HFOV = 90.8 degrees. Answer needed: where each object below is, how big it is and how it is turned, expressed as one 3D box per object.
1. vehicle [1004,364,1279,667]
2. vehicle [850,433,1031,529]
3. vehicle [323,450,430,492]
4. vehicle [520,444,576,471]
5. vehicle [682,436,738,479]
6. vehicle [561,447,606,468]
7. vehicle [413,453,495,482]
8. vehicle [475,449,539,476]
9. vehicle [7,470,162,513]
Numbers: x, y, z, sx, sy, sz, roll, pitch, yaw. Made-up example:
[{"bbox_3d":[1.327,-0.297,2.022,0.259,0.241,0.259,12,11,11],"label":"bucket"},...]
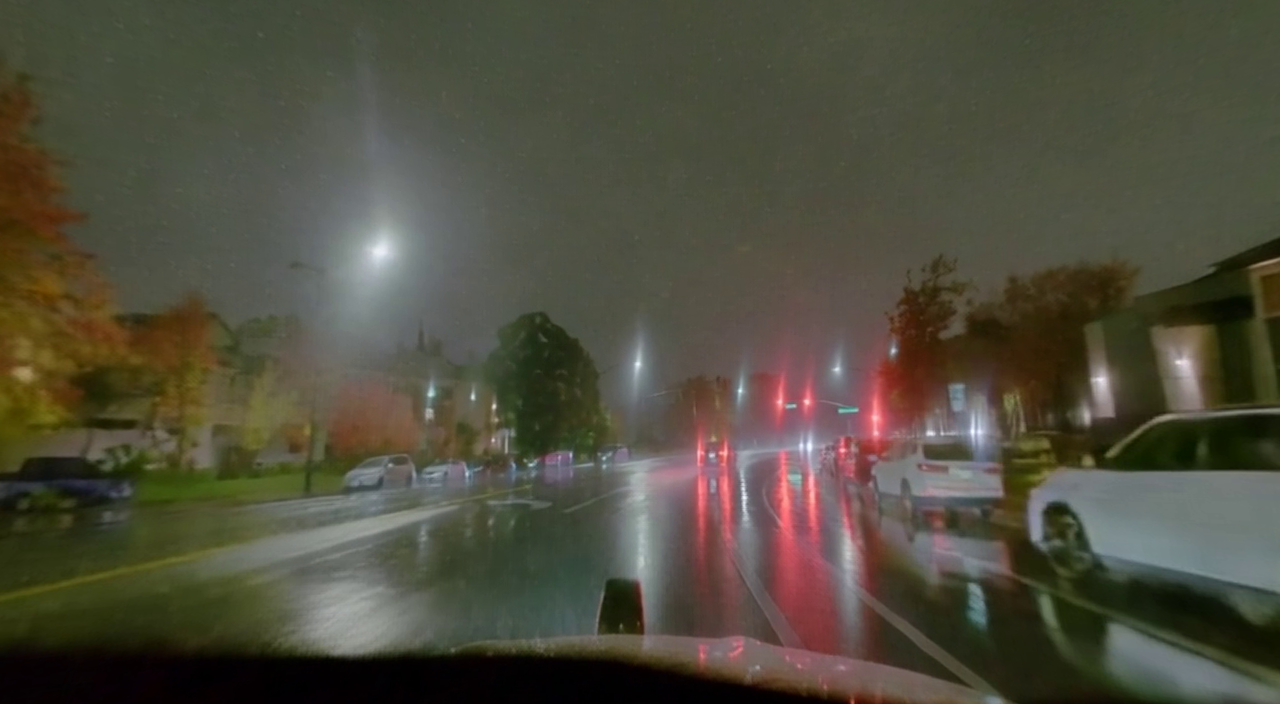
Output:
[{"bbox_3d":[4.914,1.068,4.383,2.128,1.795,4.622,0,-8,2],"label":"vehicle"},{"bbox_3d":[5.522,2.380,12.353,1.741,1.494,4.587,-1,-8,7],"label":"vehicle"},{"bbox_3d":[-10.719,4.836,26.102,1.918,1.508,4.353,-1,-8,10],"label":"vehicle"},{"bbox_3d":[-6.226,7.185,43.299,1.977,1.761,4.990,-2,-9,15],"label":"vehicle"},{"bbox_3d":[3.104,4.512,27.358,1.852,1.680,4.488,-2,-9,13],"label":"vehicle"},{"bbox_3d":[-4.295,8.117,48.781,1.809,1.469,4.485,-3,-9,19],"label":"vehicle"},{"bbox_3d":[-9.453,5.891,32.551,1.893,1.310,4.719,-2,-9,13],"label":"vehicle"},{"bbox_3d":[-7.960,6.648,38.291,1.880,1.450,4.627,-2,-9,15],"label":"vehicle"},{"bbox_3d":[-20.140,5.044,23.015,4.195,1.400,1.726,-1,-8,6],"label":"vehicle"}]
